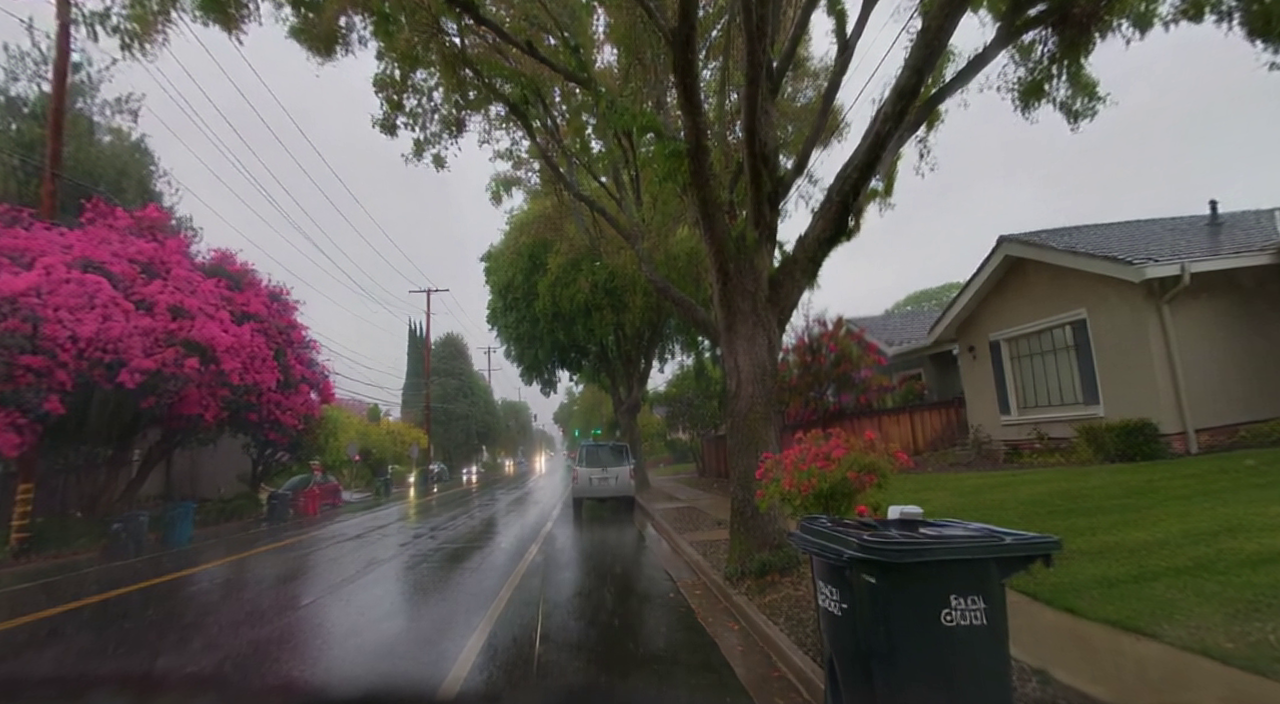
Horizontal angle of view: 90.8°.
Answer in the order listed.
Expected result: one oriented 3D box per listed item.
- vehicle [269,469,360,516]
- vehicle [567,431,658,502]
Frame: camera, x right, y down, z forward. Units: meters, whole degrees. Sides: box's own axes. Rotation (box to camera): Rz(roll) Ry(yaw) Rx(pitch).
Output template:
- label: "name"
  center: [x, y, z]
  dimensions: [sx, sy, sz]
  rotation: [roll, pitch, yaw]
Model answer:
- label: "vehicle"
  center: [-13.767, 5.918, 26.987]
  dimensions: [1.982, 1.660, 4.142]
  rotation: [1, -8, -6]
- label: "vehicle"
  center: [-0.823, 3.074, 17.389]
  dimensions: [2.190, 1.708, 4.115]
  rotation: [0, -8, -4]
